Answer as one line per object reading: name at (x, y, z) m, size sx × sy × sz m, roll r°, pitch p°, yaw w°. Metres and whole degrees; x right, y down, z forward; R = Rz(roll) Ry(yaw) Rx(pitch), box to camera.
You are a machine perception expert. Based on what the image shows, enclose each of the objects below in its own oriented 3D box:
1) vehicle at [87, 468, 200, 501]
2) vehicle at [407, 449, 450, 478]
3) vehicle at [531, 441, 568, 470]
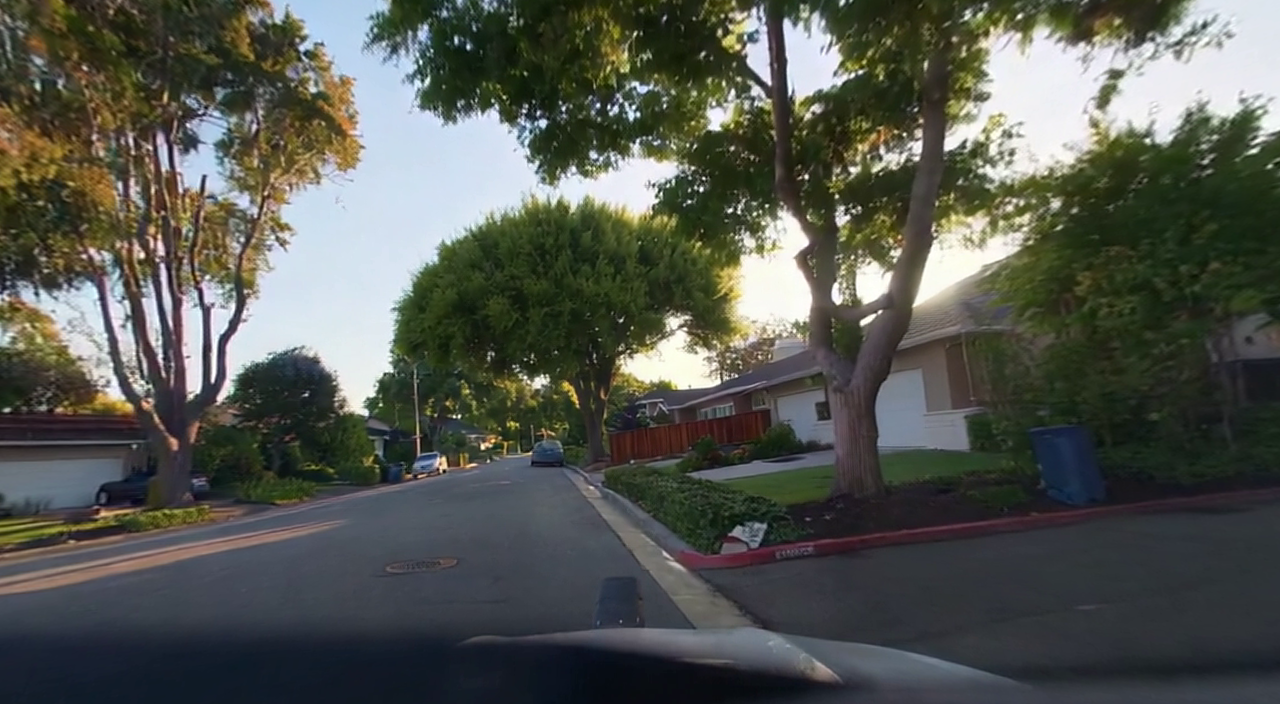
vehicle at (-26.780, 7.158, 34.222) m, size 4.404 × 1.495 × 1.844 m, roll 0°, pitch -9°, yaw -8°
vehicle at (-15.632, 8.211, 46.934) m, size 2.208 × 1.834 × 4.675 m, roll -3°, pitch -8°, yaw -10°
vehicle at (-5.573, 6.297, 38.593) m, size 2.005 × 1.553 × 3.984 m, roll -2°, pitch -9°, yaw -10°
